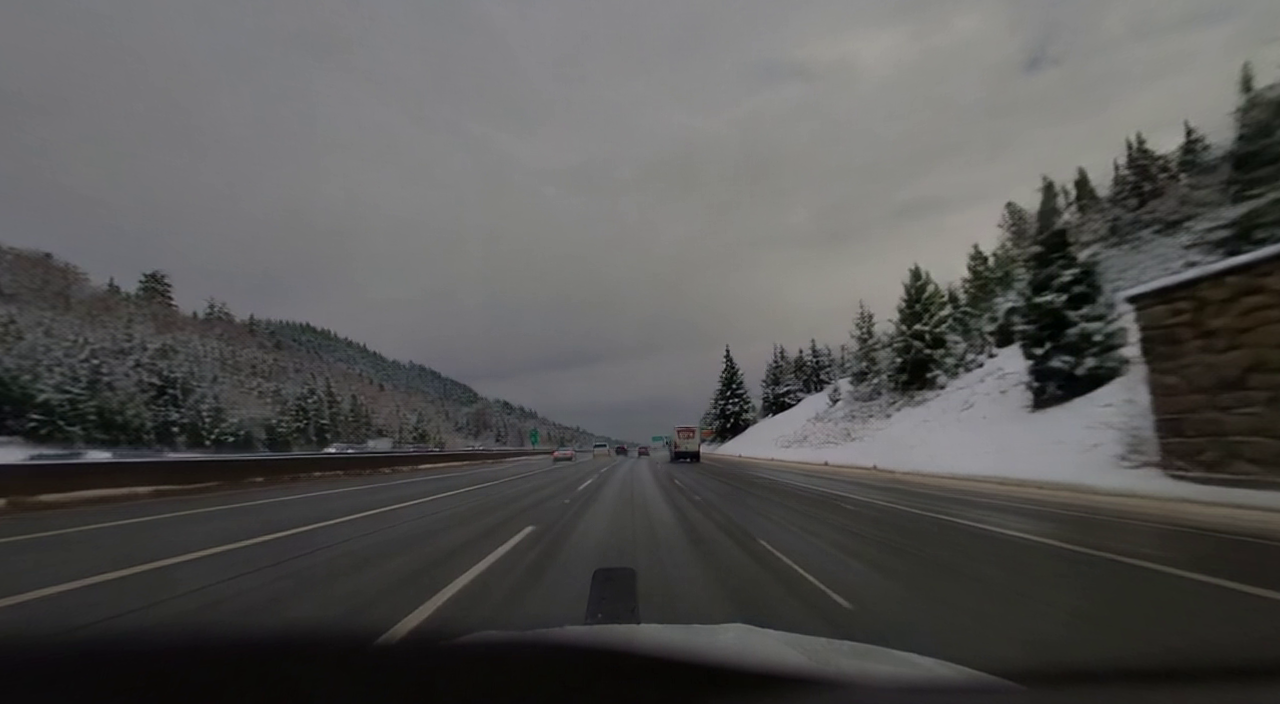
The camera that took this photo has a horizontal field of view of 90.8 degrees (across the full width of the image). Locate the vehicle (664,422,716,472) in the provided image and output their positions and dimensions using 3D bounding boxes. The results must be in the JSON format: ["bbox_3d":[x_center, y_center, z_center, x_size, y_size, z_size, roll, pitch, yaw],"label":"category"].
[{"bbox_3d":[3.398,6.795,44.951,2.795,3.187,7.205,0,-9,-3],"label":"vehicle"}]
